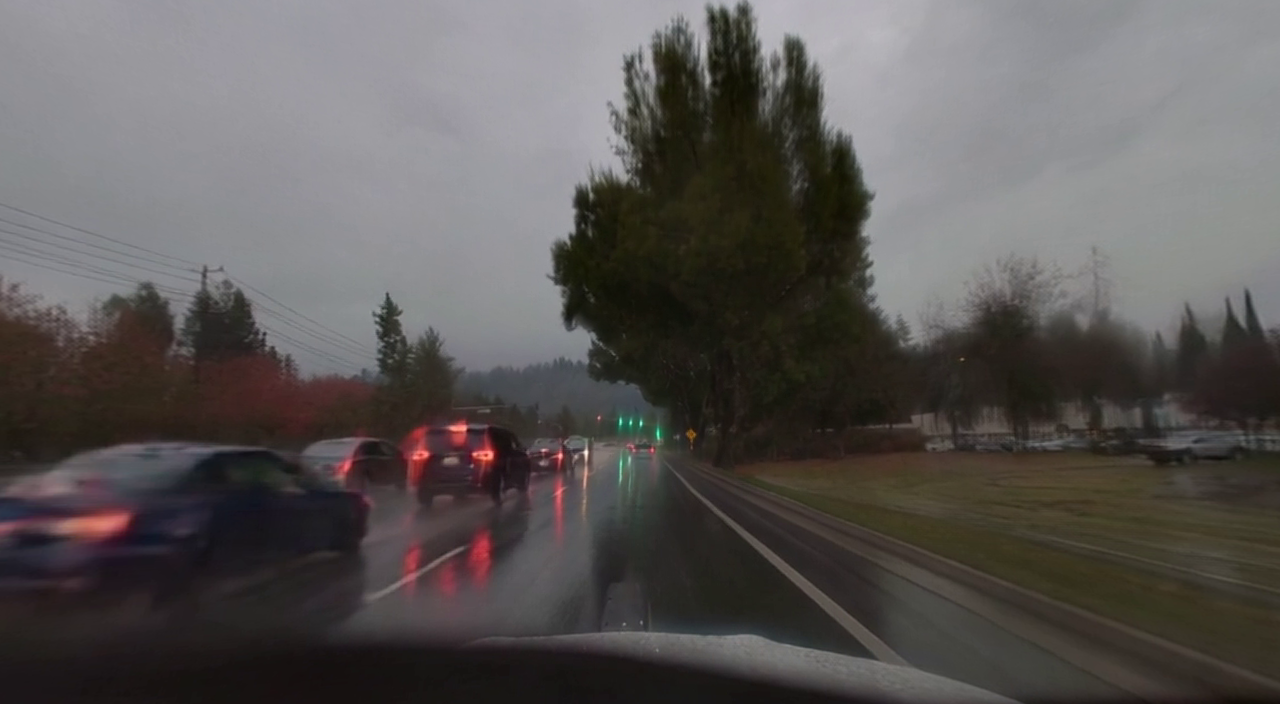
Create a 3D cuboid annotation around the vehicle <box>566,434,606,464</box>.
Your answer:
[{"bbox_3d":[-3.510,6.449,42.024,2.242,1.852,5.201,0,-8,0],"label":"vehicle"}]

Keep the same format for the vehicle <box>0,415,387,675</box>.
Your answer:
[{"bbox_3d":[-4.266,1.408,5.804,1.975,1.447,4.356,0,-8,1],"label":"vehicle"}]

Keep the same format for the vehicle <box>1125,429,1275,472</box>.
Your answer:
[{"bbox_3d":[27.309,4.806,30.909,5.193,1.955,2.249,-1,-7,-1],"label":"vehicle"}]

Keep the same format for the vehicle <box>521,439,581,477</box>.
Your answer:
[{"bbox_3d":[-3.736,4.521,27.199,1.952,1.471,4.334,0,-8,1],"label":"vehicle"}]

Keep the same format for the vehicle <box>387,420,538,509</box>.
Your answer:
[{"bbox_3d":[-3.944,2.589,15.061,2.130,1.749,4.904,0,-8,1],"label":"vehicle"}]

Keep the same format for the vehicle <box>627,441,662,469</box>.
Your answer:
[{"bbox_3d":[0.268,5.774,35.609,1.875,1.453,3.888,0,-8,0],"label":"vehicle"}]
